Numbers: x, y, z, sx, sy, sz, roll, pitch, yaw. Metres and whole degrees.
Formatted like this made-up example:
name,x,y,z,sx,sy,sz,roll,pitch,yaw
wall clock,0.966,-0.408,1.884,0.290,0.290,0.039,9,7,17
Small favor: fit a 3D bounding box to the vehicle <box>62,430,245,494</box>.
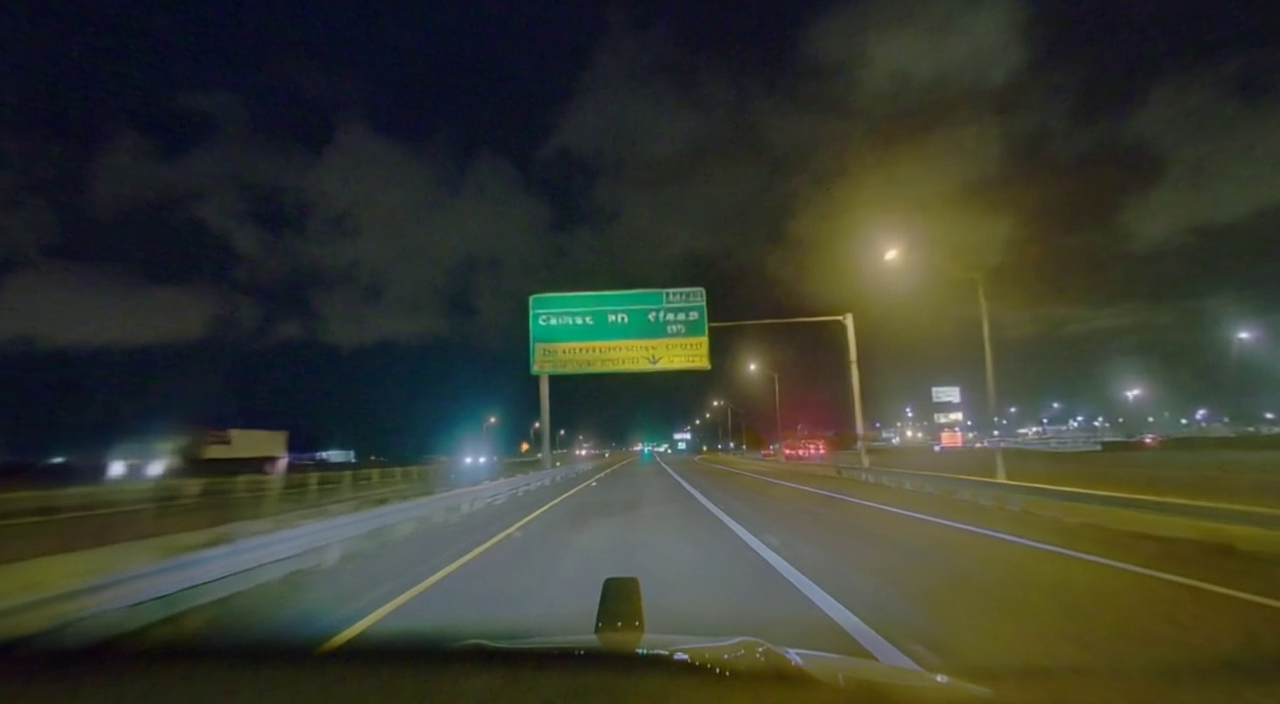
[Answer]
name,x,y,z,sx,sy,sz,roll,pitch,yaw
vehicle,-16.961,3.866,22.438,2.294,1.994,5.209,0,-9,0
